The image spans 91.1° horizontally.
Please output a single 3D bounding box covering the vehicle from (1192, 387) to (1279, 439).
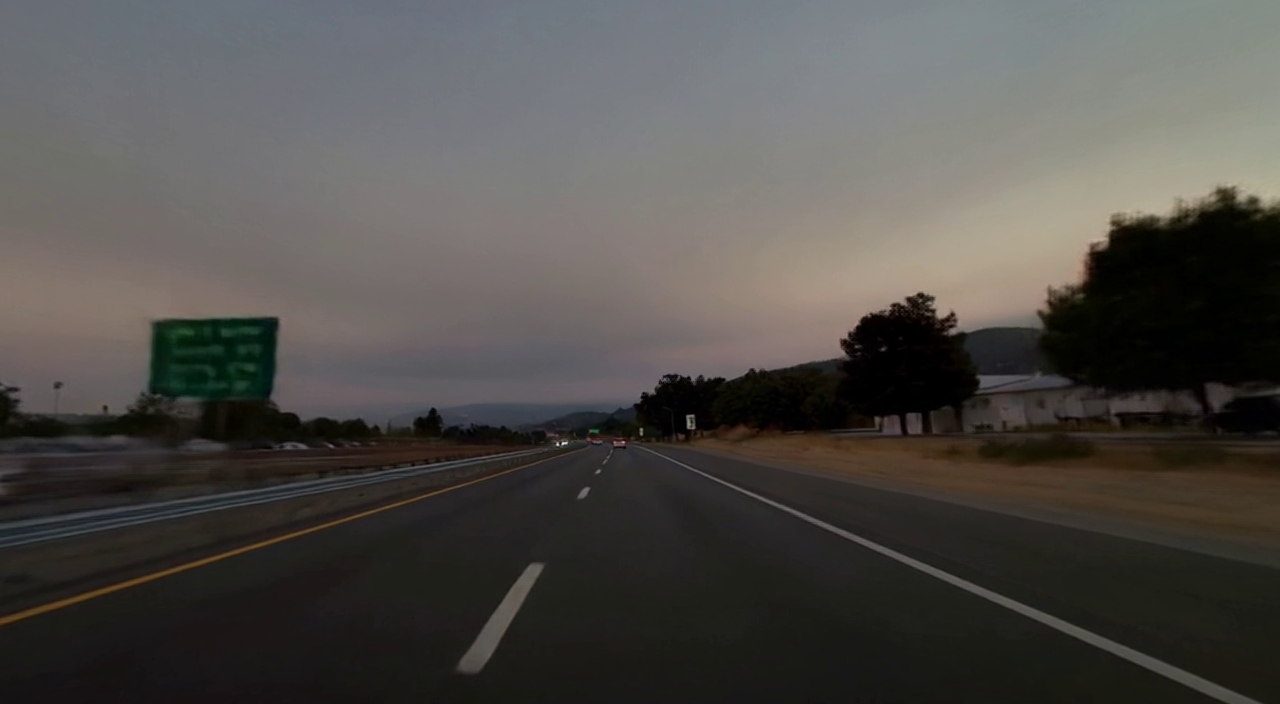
[{"bbox_3d":[43.007,4.300,43.322,2.825,3.337,7.900,-2,-8,2],"label":"vehicle"}]
